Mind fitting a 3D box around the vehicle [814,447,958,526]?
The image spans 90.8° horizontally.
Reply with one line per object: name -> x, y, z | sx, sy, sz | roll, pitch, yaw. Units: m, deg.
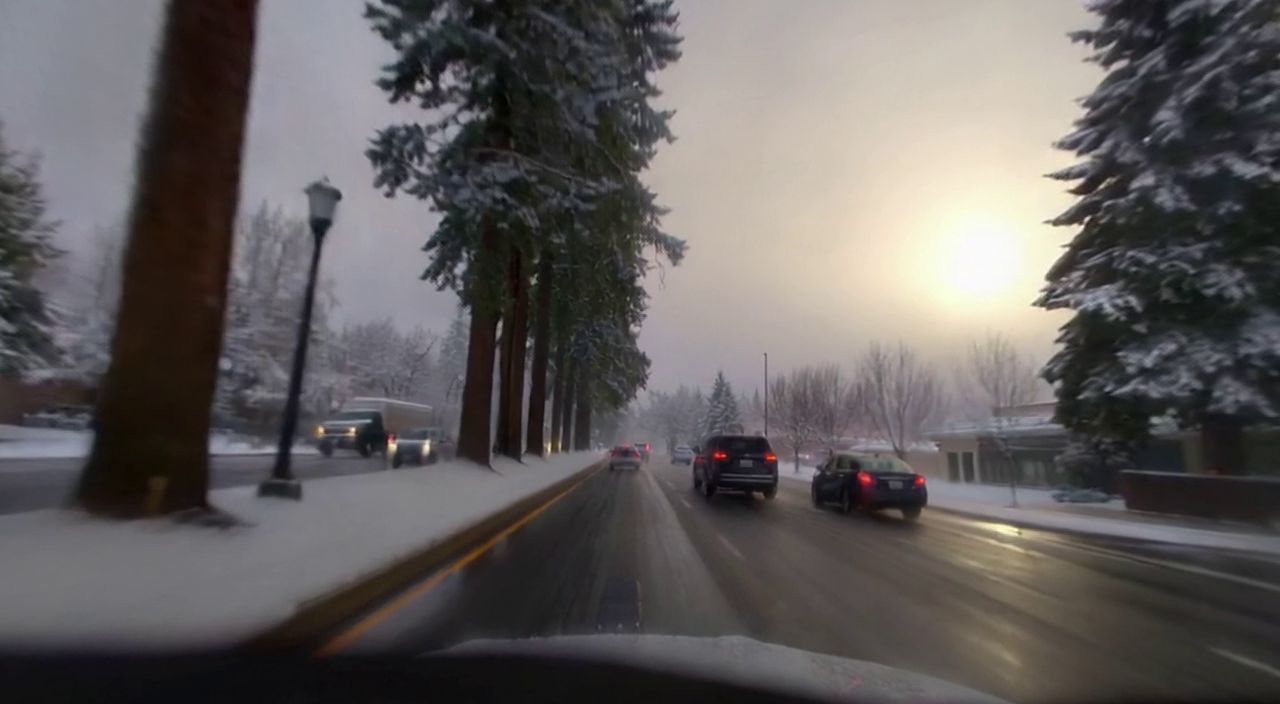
vehicle -> 6.197, 3.391, 16.554 | 1.913, 1.777, 4.269 | 0, -9, -2

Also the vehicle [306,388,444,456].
vehicle -> -15.693, 4.595, 39.072 | 2.944, 3.472, 12.516 | 1, -9, 1

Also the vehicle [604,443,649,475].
vehicle -> -0.685, 5.312, 31.542 | 2.119, 1.460, 3.847 | 0, -9, -1

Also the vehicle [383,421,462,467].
vehicle -> -9.364, 4.024, 27.589 | 1.895, 1.816, 4.636 | 0, -9, -2

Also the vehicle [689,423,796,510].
vehicle -> 2.665, 3.091, 17.442 | 2.035, 1.940, 4.299 | 4, -9, -1
